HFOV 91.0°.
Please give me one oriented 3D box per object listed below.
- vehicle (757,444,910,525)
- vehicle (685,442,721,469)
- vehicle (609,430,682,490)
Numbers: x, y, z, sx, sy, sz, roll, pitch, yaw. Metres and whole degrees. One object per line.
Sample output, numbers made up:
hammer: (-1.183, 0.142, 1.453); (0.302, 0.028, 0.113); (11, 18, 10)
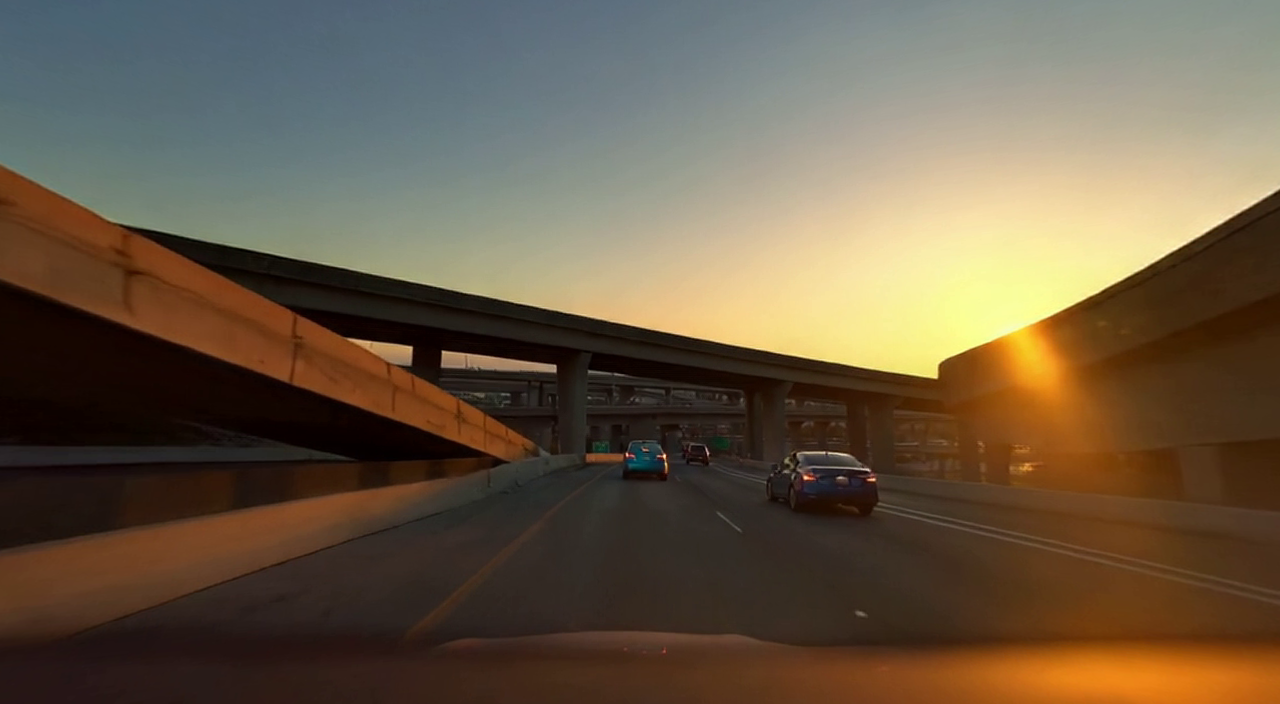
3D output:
vehicle: (3.984, 2.784, 13.814); (2.047, 1.500, 4.017); (0, -9, 0)
vehicle: (4.109, 6.824, 41.585); (2.047, 1.700, 4.069); (0, -9, 1)
vehicle: (0.195, 3.708, 21.833); (2.264, 1.841, 4.583); (0, -9, 0)
